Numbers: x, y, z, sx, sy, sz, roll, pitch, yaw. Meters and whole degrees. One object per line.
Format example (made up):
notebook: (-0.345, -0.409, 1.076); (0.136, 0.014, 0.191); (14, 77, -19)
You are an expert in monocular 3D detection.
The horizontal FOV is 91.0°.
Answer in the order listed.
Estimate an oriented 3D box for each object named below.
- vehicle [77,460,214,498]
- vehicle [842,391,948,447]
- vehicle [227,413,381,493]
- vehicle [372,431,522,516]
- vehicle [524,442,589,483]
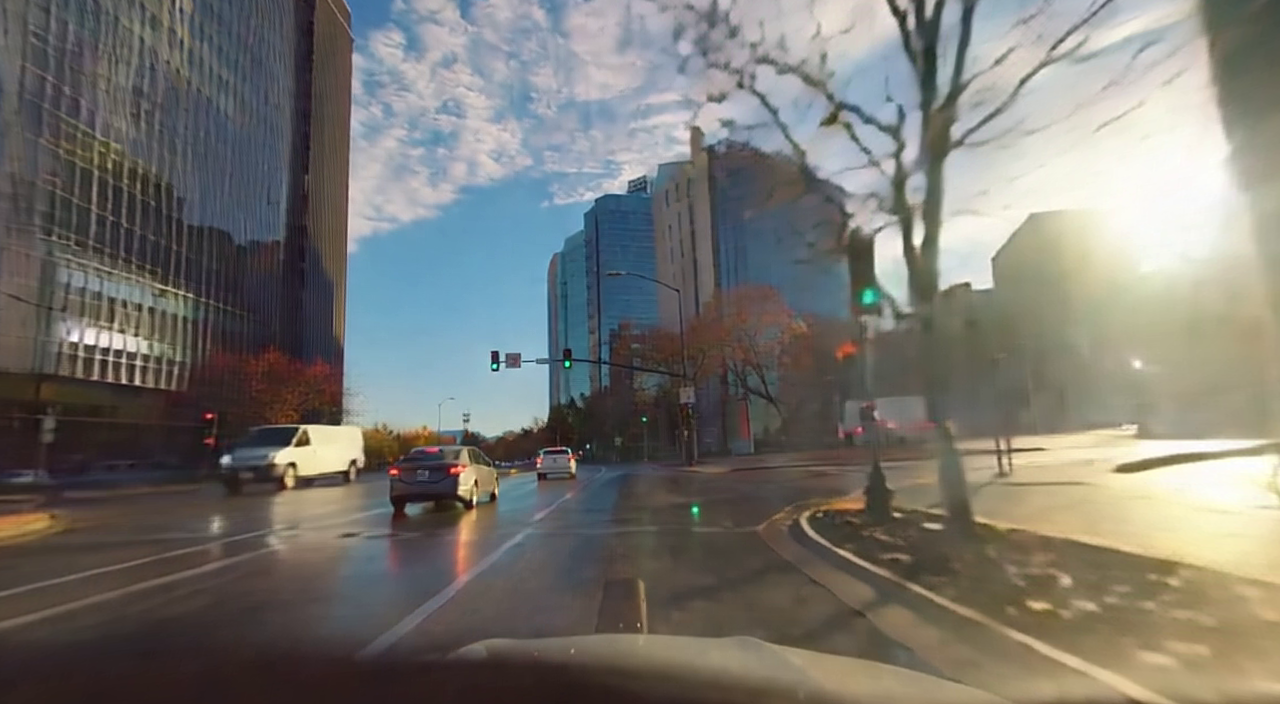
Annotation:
vehicle: (-23.615, 6.053, 30.307); (2.103, 1.590, 4.613); (-4, -10, 24)
vehicle: (15.113, 4.101, 37.734); (4.005, 2.827, 4.538); (4, -11, -11)
vehicle: (-16.996, 5.273, 32.832); (3.394, 3.584, 8.313); (0, -9, 0)
vehicle: (-4.465, 2.912, 15.471); (2.169, 1.741, 4.588); (0, -9, 1)
vehicle: (-4.053, 5.465, 31.457); (2.384, 1.849, 5.009); (0, -9, 2)
